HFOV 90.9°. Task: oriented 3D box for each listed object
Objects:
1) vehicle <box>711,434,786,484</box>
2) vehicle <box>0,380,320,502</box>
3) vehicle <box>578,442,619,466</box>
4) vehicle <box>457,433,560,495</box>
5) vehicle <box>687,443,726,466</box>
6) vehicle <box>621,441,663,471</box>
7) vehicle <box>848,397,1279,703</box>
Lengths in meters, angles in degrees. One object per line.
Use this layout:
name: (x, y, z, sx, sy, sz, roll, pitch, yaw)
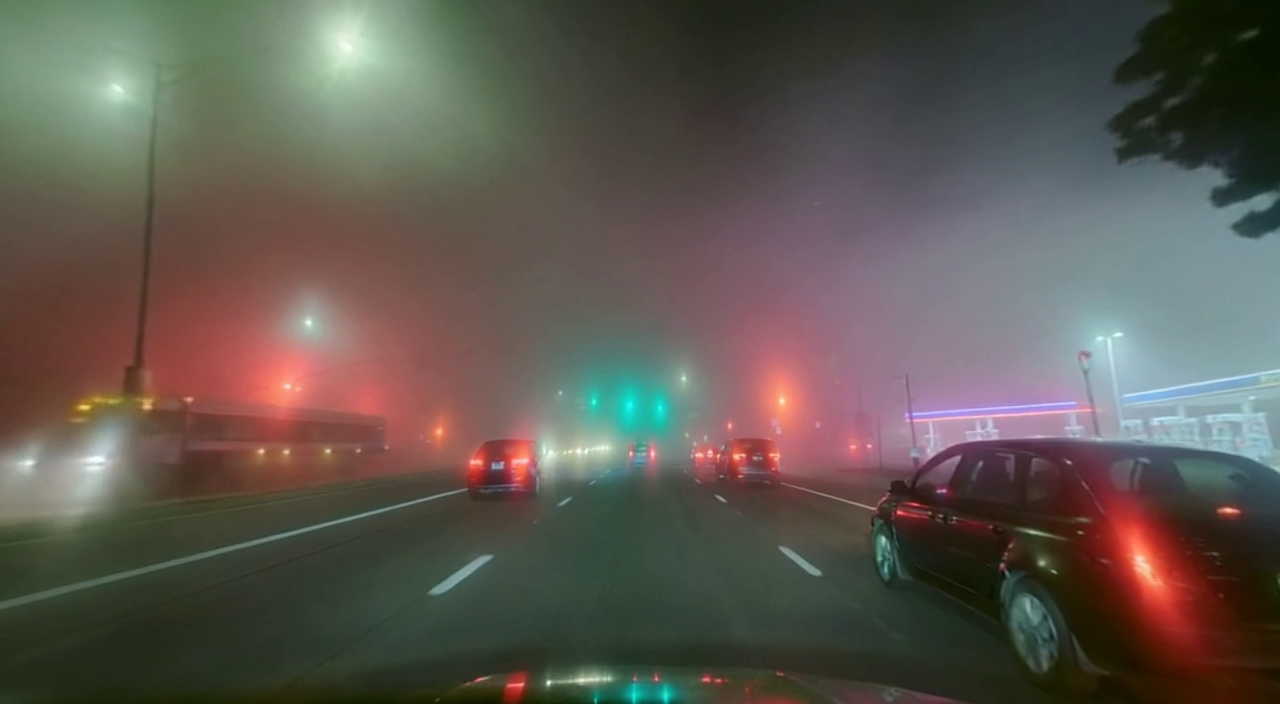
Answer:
vehicle: (3.884, 3.894, 23.279, 2.022, 1.683, 4.171, 0, -8, 0)
vehicle: (-15.942, 3.202, 22.649, 3.228, 3.319, 10.706, 0, -8, 0)
vehicle: (-2.563, 6.452, 40.082, 2.192, 1.463, 4.211, 0, -8, 2)
vehicle: (-3.695, 3.231, 18.552, 2.023, 1.607, 4.086, 0, -8, 2)
vehicle: (4.337, 6.757, 41.857, 2.174, 1.462, 4.400, 0, -8, 1)
vehicle: (0.126, 5.451, 33.291, 2.104, 1.477, 4.591, 0, -8, 1)
vehicle: (3.483, 1.277, 4.974, 2.038, 1.499, 4.868, 0, -8, 0)
